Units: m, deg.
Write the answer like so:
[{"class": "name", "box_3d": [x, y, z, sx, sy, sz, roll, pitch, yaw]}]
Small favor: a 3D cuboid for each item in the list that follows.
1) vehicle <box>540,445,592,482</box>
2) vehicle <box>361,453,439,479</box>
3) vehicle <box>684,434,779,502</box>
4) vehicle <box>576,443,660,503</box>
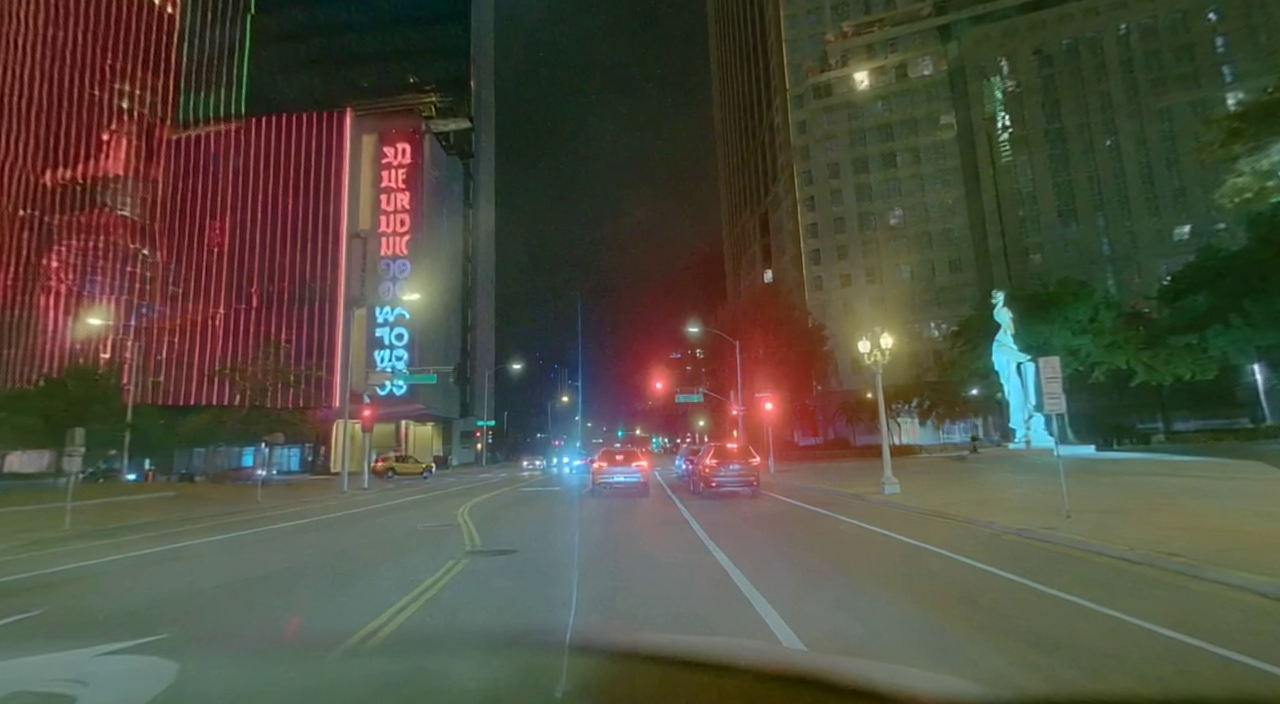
[{"class": "vehicle", "box_3d": [-3.522, 5.403, 30.965, 2.045, 1.633, 4.864, 0, -9, -2]}, {"class": "vehicle", "box_3d": [-17.612, 8.376, 46.564, 4.855, 1.769, 2.071, 0, -9, 1]}, {"class": "vehicle", "box_3d": [2.588, 3.437, 19.078, 2.096, 1.775, 4.440, 0, -9, -1]}, {"class": "vehicle", "box_3d": [-0.574, 3.353, 17.957, 2.096, 1.492, 4.071, 0, -9, -1]}]
